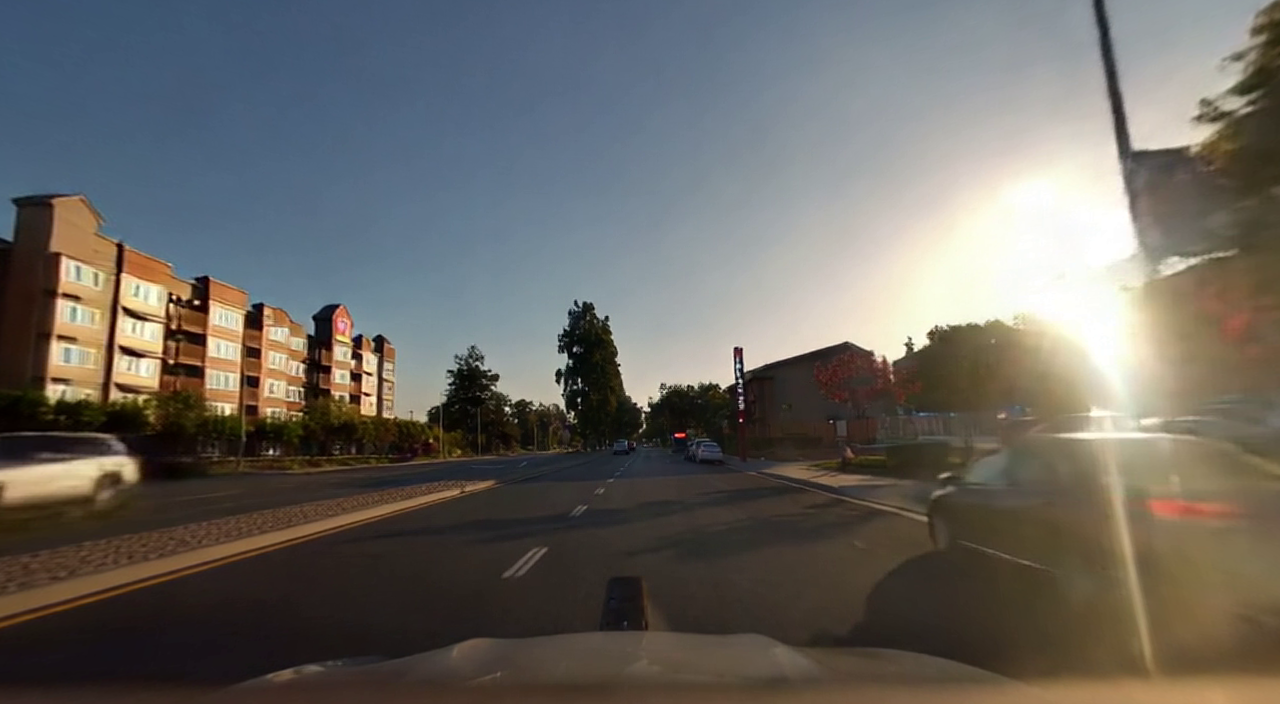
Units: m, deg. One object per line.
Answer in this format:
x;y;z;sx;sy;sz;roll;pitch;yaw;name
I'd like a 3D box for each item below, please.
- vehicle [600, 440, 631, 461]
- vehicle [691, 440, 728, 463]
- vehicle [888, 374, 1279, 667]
-1.884;7.773;49.754;2.176;1.543;4.335;0;-8;2;vehicle
4.828;7.000;44.567;2.085;1.509;5.134;0;-8;1;vehicle
4.353;1.334;6.151;2.067;1.755;4.616;0;-8;2;vehicle
